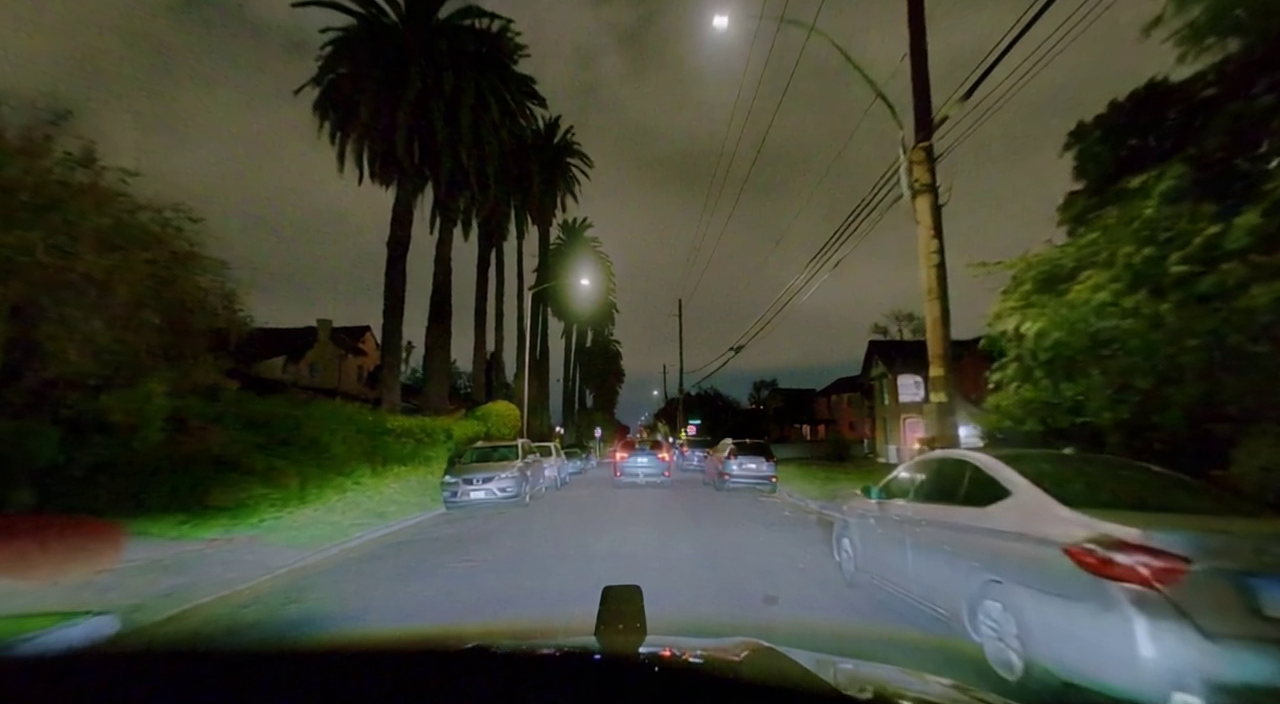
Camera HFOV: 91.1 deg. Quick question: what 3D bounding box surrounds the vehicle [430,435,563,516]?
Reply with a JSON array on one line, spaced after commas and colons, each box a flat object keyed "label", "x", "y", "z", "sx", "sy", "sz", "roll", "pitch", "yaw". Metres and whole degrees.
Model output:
[{"label": "vehicle", "x": -2.985, "y": 2.652, "z": 14.110, "sx": 1.877, "sy": 1.521, "sz": 4.348, "roll": 0, "pitch": -8, "yaw": 1}]

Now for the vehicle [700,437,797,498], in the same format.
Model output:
[{"label": "vehicle", "x": 3.006, "y": 3.292, "z": 18.413, "sx": 1.967, "sy": 1.563, "sz": 4.237, "roll": 0, "pitch": -8, "yaw": -2}]

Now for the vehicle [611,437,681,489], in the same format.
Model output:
[{"label": "vehicle", "x": 0.181, "y": 3.519, "z": 20.371, "sx": 2.010, "sy": 1.499, "sz": 4.107, "roll": 0, "pitch": -8, "yaw": 0}]

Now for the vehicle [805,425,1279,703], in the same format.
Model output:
[{"label": "vehicle", "x": 2.907, "y": 1.387, "z": 4.980, "sx": 1.961, "sy": 1.481, "sz": 4.494, "roll": 0, "pitch": -8, "yaw": 0}]
